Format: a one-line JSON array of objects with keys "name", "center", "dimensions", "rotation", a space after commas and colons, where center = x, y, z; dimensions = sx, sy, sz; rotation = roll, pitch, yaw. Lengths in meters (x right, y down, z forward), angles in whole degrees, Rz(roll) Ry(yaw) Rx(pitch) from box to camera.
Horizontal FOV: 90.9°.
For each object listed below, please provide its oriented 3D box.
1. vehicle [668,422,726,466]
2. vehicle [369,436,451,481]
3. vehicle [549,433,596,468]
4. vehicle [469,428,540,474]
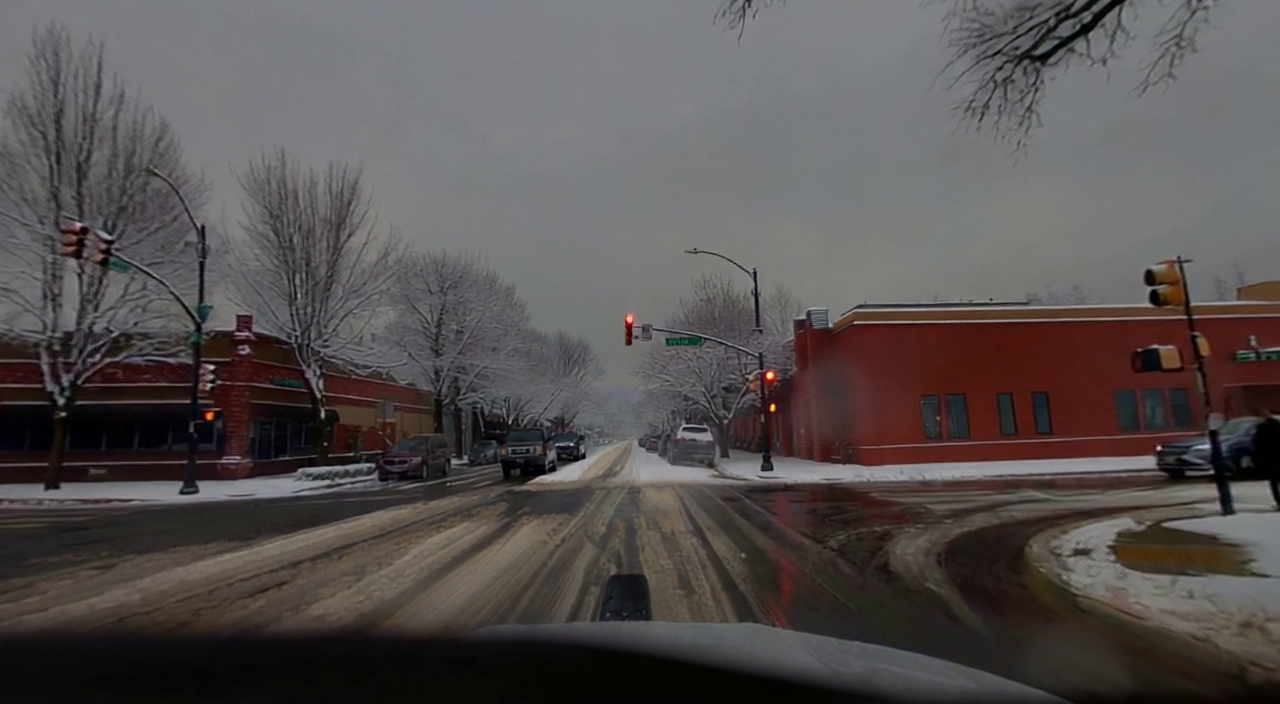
[{"name": "vehicle", "center": [3.049, 5.099, 34.937], "dimensions": [2.557, 2.188, 5.164], "rotation": [0, -8, -2]}, {"name": "vehicle", "center": [-9.924, 4.610, 27.643], "dimensions": [2.216, 1.804, 4.526], "rotation": [1, -8, -5]}, {"name": "vehicle", "center": [-3.237, 4.829, 31.005], "dimensions": [2.033, 1.596, 4.142], "rotation": [0, -8, -2]}, {"name": "vehicle", "center": [-5.997, 4.461, 28.551], "dimensions": [2.242, 1.887, 4.924], "rotation": [0, -8, -2]}]
